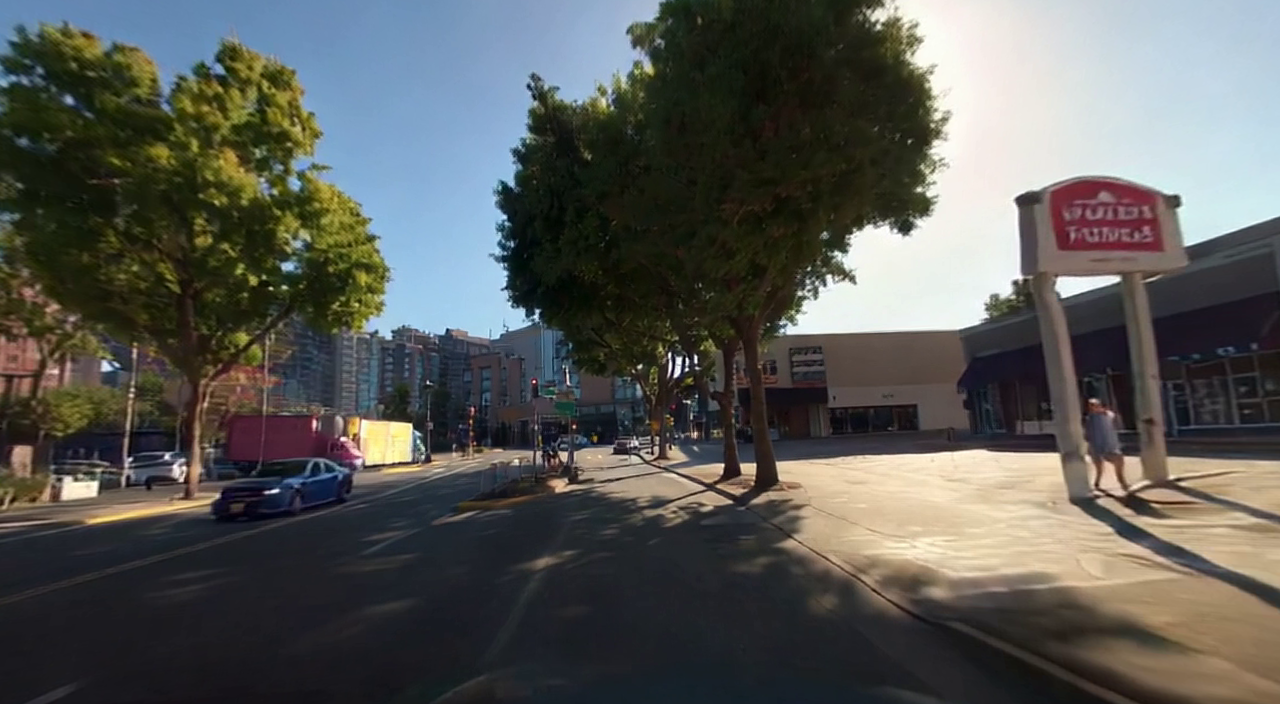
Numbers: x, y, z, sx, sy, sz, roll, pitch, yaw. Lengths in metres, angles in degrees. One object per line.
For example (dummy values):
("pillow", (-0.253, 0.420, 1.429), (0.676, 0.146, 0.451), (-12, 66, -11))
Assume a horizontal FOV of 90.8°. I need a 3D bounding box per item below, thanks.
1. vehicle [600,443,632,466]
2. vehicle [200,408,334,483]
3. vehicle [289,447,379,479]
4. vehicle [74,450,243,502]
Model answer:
("vehicle", (-1.588, 6.973, 43.085), (2.006, 1.470, 3.799), (0, -8, -1))
("vehicle", (-21.576, 5.490, 37.061), (3.045, 3.961, 6.104), (-3, -9, 16))
("vehicle", (-17.728, 6.425, 36.922), (1.988, 1.762, 4.653), (-3, -9, 17))
("vehicle", (-18.047, 4.602, 24.011), (2.101, 1.721, 4.587), (-3, -9, 18))
